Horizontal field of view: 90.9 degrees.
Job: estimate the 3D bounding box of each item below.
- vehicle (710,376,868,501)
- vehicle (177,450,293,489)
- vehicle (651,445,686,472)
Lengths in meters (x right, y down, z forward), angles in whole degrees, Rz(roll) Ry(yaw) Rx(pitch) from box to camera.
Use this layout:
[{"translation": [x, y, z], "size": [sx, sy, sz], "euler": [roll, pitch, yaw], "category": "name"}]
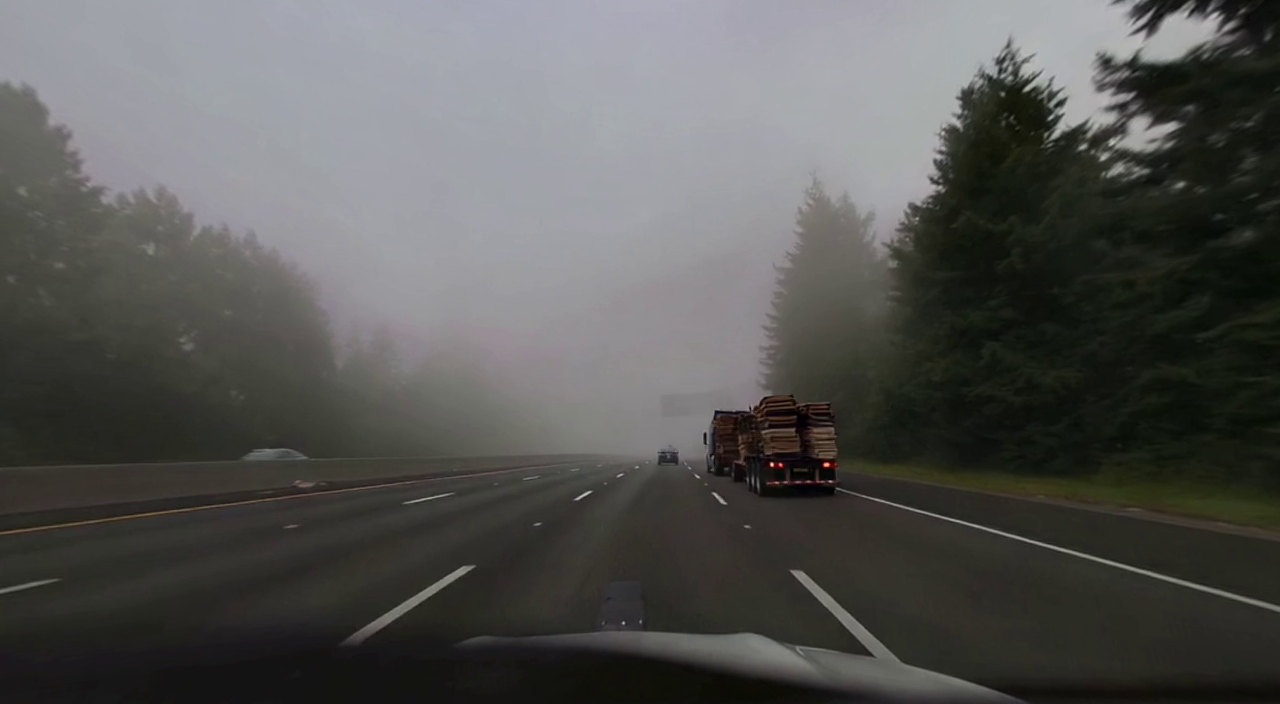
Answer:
[{"translation": [4.828, 3.560, 25.471], "size": [2.917, 3.179, 18.723], "euler": [0, -8, 3], "category": "vehicle"}, {"translation": [-16.919, 4.909, 26.632], "size": [1.868, 1.452, 4.321], "euler": [0, -8, 3], "category": "vehicle"}, {"translation": [1.774, 6.611, 39.355], "size": [2.042, 1.528, 4.300], "euler": [0, -8, 3], "category": "vehicle"}]
